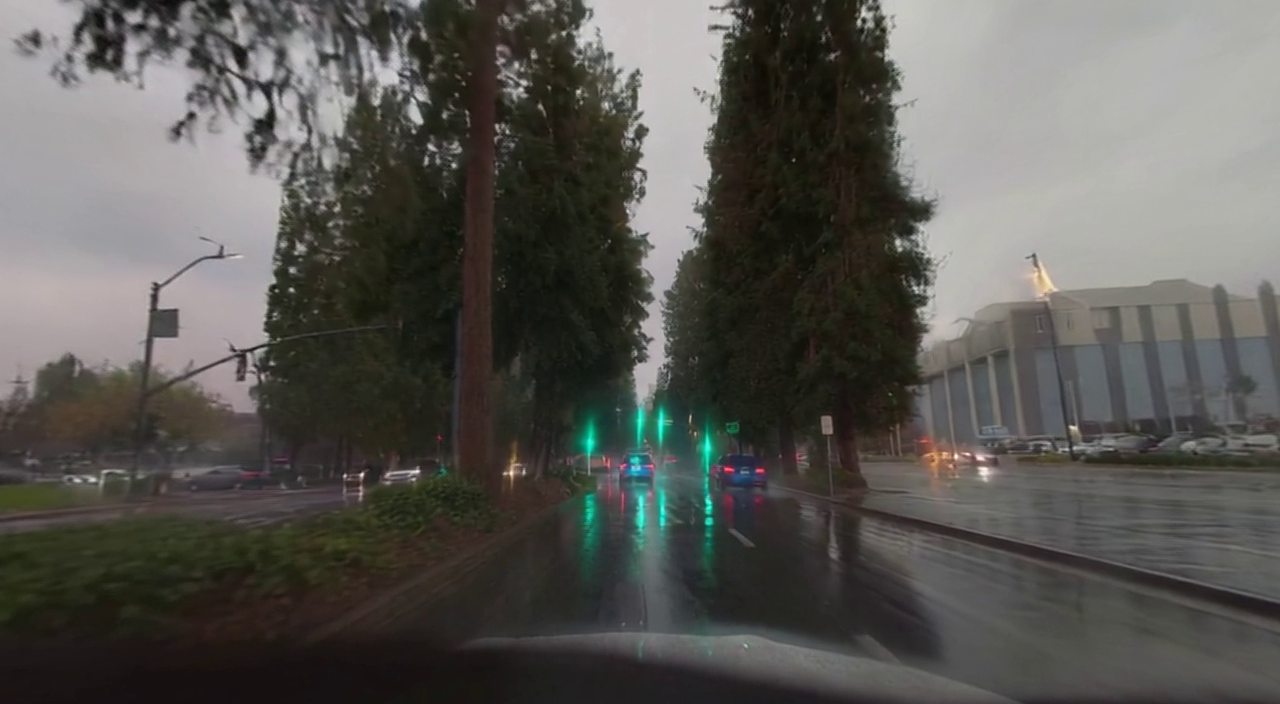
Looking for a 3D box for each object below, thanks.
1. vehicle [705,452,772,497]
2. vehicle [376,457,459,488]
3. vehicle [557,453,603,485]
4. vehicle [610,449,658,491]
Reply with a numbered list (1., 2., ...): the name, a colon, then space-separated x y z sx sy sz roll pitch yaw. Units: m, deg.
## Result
1. vehicle: 3.716 4.664 24.446 1.847 1.554 4.052 0 -9 -1
2. vehicle: -13.778 7.464 39.264 4.526 1.832 1.894 1 -9 -7
3. vehicle: -3.415 6.741 36.610 2.047 1.710 4.314 0 -9 2
4. vehicle: -0.245 5.273 28.570 2.022 1.700 4.084 0 -9 0
